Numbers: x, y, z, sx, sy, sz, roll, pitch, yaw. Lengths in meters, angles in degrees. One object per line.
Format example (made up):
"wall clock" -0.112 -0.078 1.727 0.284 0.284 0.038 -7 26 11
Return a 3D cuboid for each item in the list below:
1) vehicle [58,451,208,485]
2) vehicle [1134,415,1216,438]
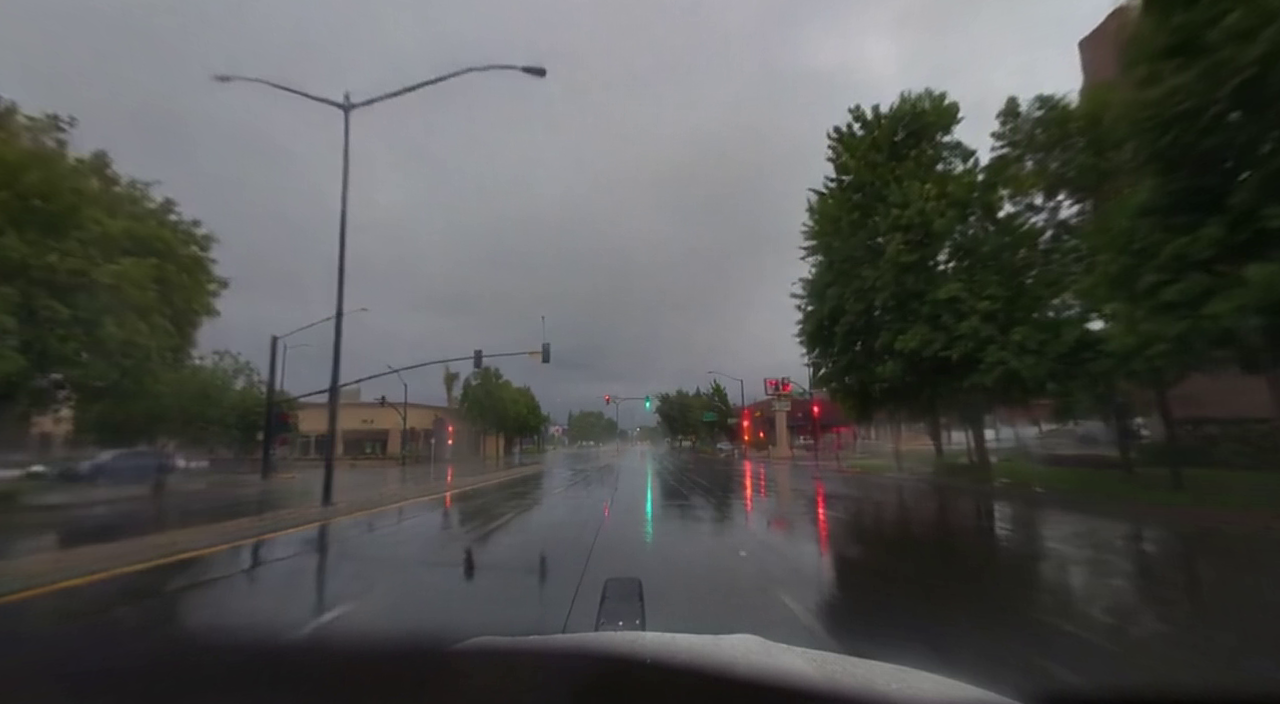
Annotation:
"vehicle" -29.629 6.774 37.119 6.525 1.890 2.481 0 -9 -1
"vehicle" 40.038 5.607 47.343 4.388 1.651 1.918 0 -9 -2
